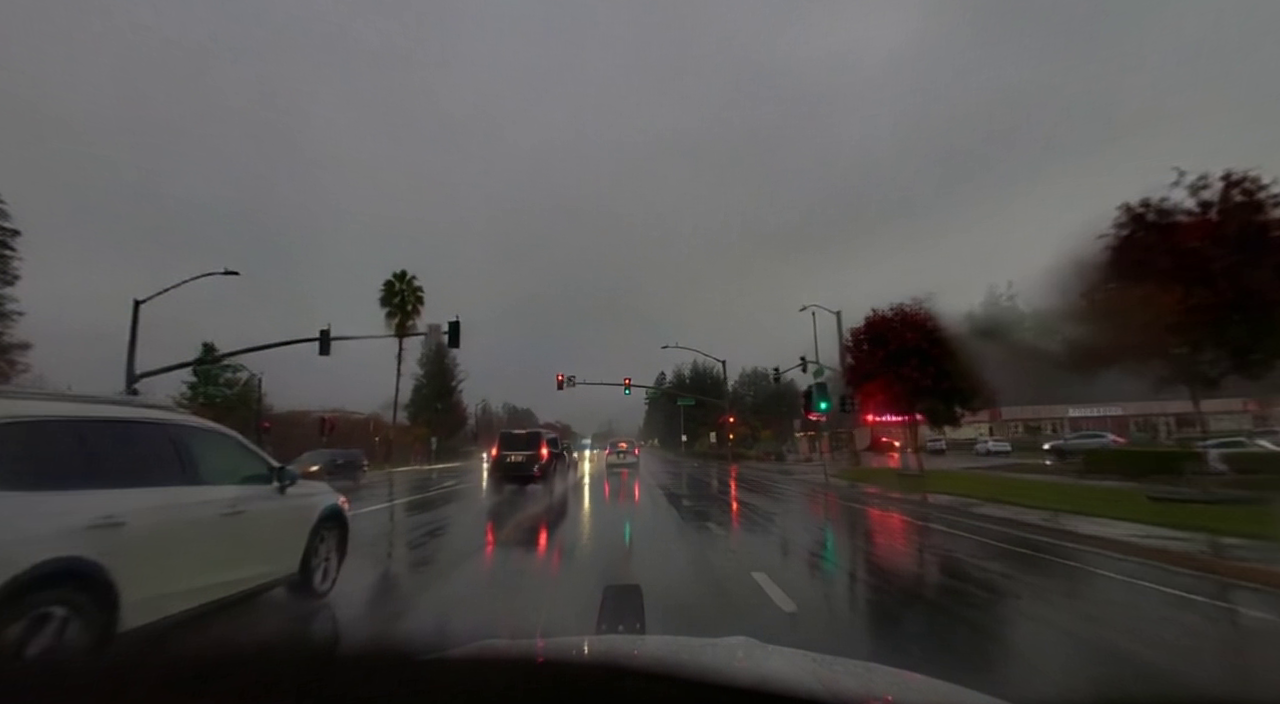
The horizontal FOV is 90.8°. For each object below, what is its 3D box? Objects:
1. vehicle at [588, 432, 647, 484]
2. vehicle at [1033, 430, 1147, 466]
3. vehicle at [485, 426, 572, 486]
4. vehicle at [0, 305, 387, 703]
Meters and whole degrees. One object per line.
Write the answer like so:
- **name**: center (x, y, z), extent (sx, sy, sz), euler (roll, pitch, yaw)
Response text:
- **vehicle**: center (-0.805, 4.041, 24.289), extent (2.061, 1.809, 4.141), euler (0, -8, -1)
- **vehicle**: center (26.490, 5.673, 37.316), extent (5.039, 1.877, 2.076), euler (-2, -8, 0)
- **vehicle**: center (-4.043, 3.911, 24.096), extent (2.252, 1.999, 5.605), euler (0, -8, 0)
- **vehicle**: center (-3.702, 0.963, 3.963), extent (2.159, 1.877, 4.925), euler (0, -8, 0)
